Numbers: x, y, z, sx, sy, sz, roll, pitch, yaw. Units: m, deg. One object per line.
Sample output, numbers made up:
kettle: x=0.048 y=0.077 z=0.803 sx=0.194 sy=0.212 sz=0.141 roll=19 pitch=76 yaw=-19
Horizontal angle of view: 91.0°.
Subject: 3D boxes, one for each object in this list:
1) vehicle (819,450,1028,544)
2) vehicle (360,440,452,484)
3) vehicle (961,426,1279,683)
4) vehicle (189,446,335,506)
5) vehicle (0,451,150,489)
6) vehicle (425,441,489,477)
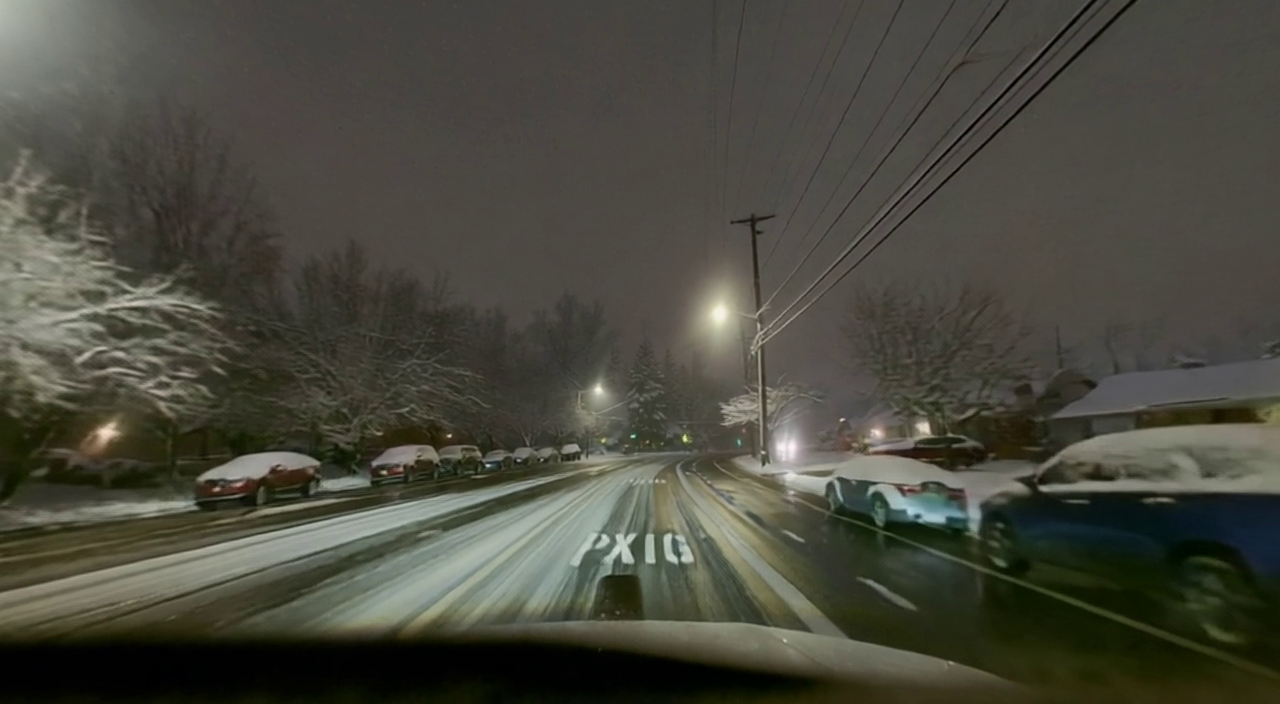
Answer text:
vehicle: x=5.148 y=2.654 z=12.287 sx=1.959 sy=1.439 sz=4.532 roll=0 pitch=-9 yaw=0
vehicle: x=-11.527 y=5.485 z=31.541 sx=2.225 sy=1.887 sz=5.672 roll=-3 pitch=-9 yaw=3
vehicle: x=5.176 y=1.537 z=5.537 sx=2.009 sy=1.649 sz=5.156 roll=0 pitch=-9 yaw=0
vehicle: x=-12.003 y=3.968 z=20.443 sx=1.907 sy=1.612 sz=4.594 roll=-3 pitch=-10 yaw=0
vehicle: x=-23.160 y=4.807 z=25.834 sx=4.326 sy=1.468 sz=2.025 roll=0 pitch=-9 yaw=1
vehicle: x=-11.166 y=6.577 z=38.800 sx=2.114 sy=1.925 sz=5.449 roll=-3 pitch=-9 yaw=2
